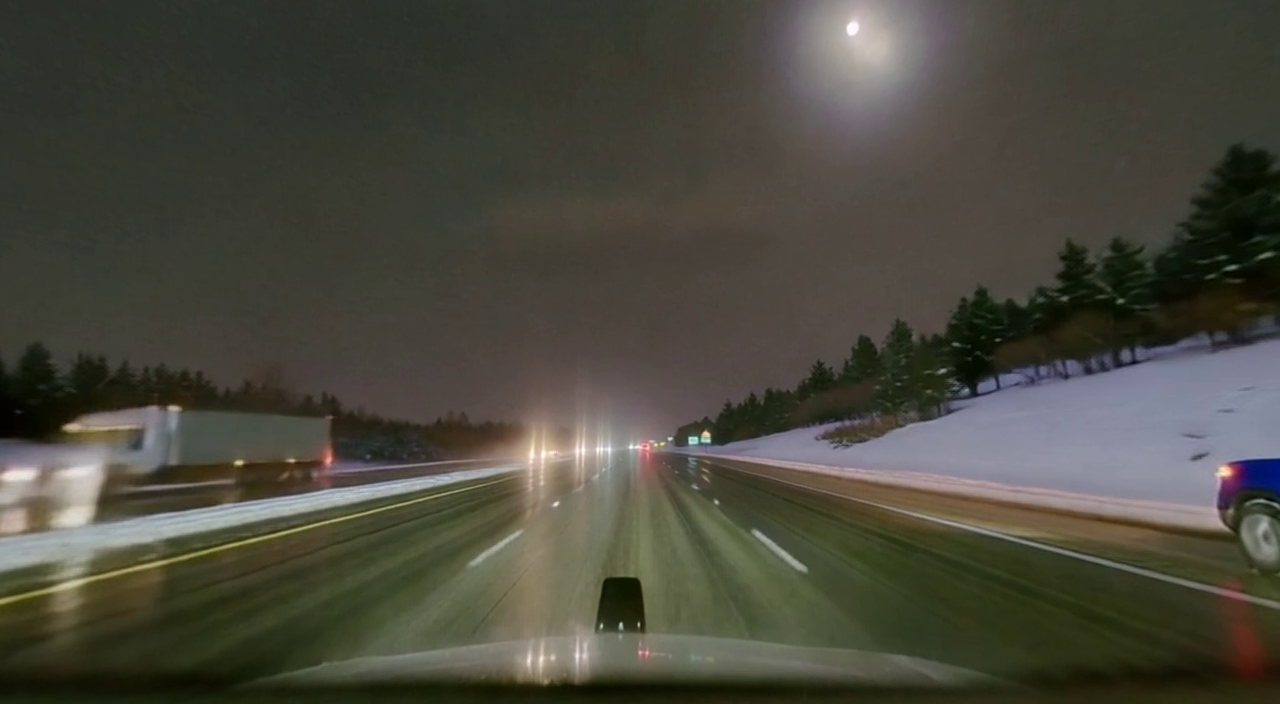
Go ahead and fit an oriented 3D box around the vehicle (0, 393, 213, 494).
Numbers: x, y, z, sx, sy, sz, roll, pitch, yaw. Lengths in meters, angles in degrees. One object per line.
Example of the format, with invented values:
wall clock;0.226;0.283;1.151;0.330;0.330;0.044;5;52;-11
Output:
vehicle;-25.223;4.359;29.907;3.014;4.004;9.270;0;-9;2

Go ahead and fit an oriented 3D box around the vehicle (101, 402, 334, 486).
vehicle;-24.980;5.799;39.558;2.942;4.171;16.450;0;-9;1
